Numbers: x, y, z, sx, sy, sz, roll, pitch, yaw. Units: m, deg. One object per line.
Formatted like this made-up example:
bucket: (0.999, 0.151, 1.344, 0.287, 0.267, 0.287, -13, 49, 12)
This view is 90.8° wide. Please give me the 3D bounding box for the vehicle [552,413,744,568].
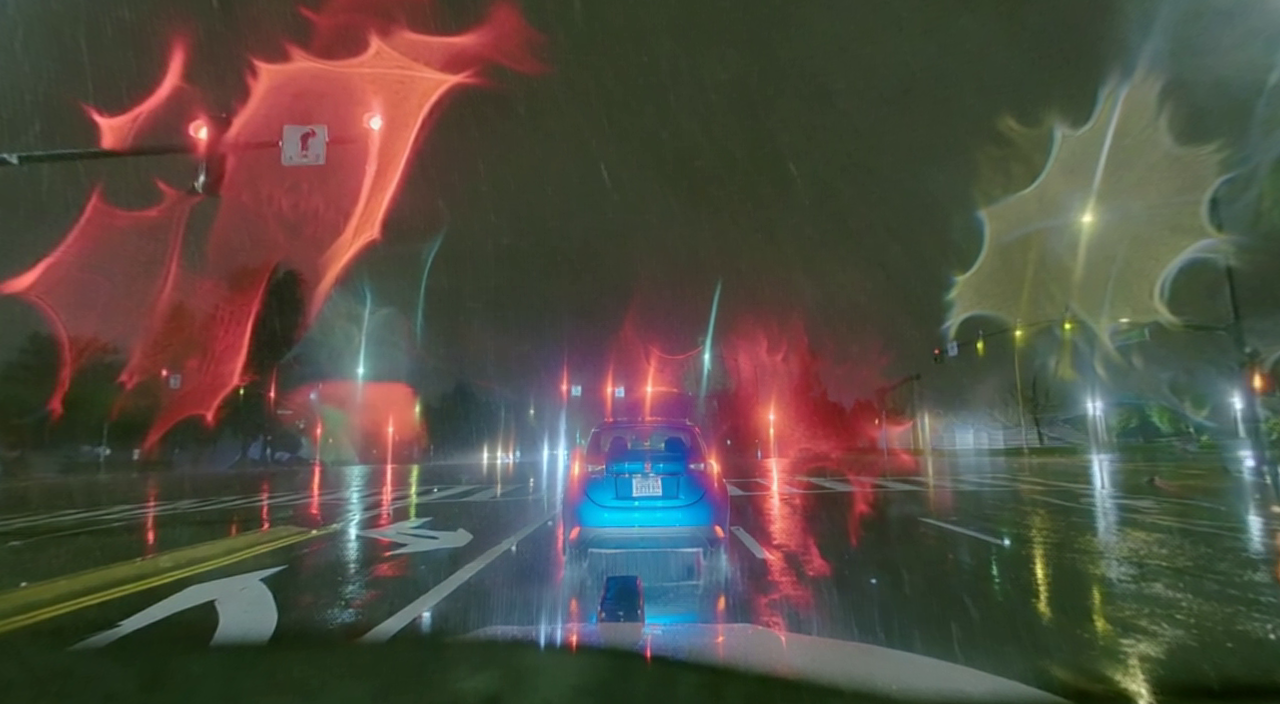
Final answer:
vehicle: (0.045, 1.756, 8.707, 2.027, 1.626, 3.942, 0, -8, -1)
